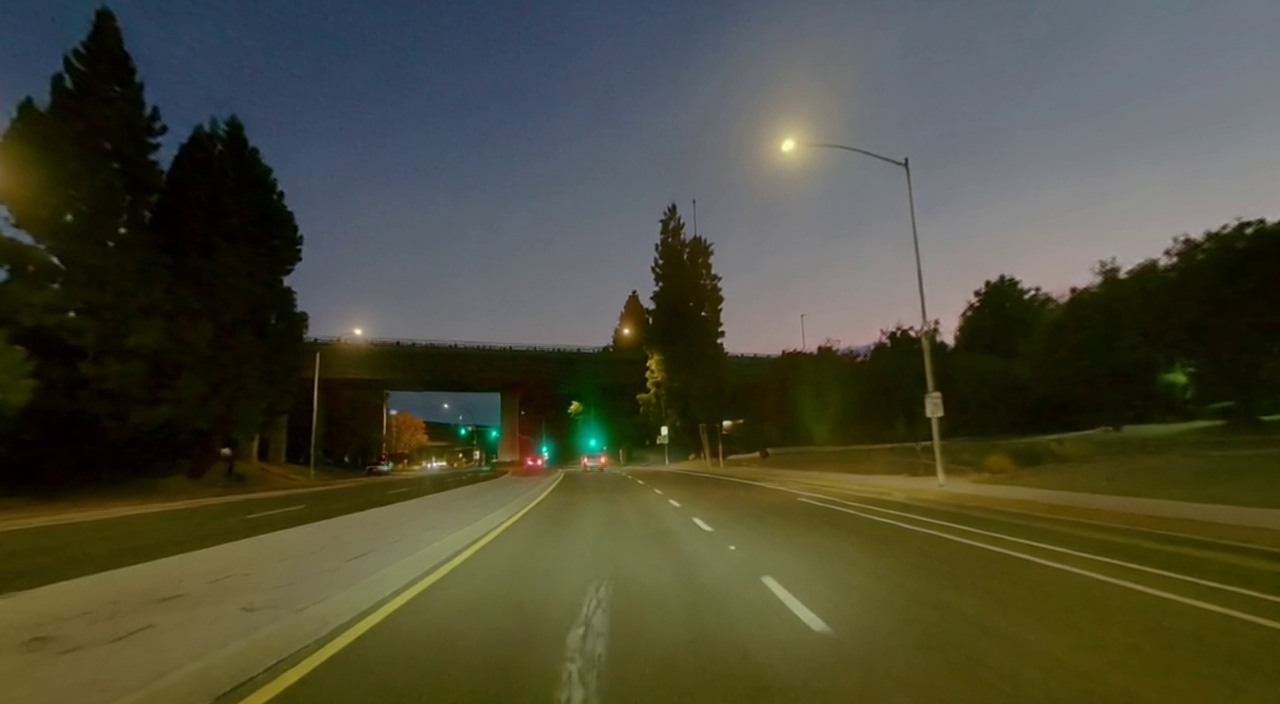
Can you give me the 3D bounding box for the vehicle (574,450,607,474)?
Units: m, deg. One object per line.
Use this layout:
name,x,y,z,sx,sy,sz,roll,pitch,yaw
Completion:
vehicle,-3.901,8.532,49.368,2.184,1.713,4.231,1,-9,-9
